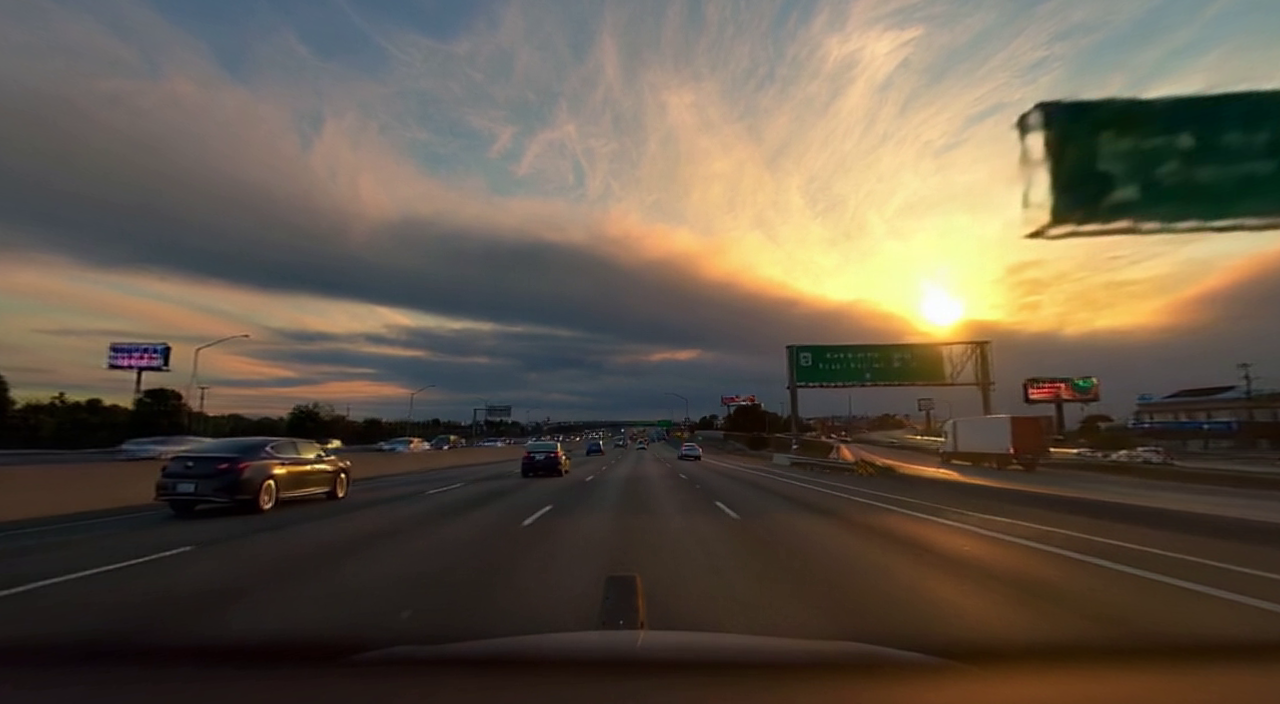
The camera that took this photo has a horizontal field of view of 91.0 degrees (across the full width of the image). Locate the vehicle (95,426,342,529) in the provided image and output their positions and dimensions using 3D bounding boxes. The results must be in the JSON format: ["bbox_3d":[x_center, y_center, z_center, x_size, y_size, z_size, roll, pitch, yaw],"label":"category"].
[{"bbox_3d":[-7.232,2.174,11.363,1.865,1.518,3.620,1,-9,1],"label":"vehicle"}]

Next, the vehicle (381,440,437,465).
[{"bbox_3d":[-15.544,6.775,42.686,1.924,1.537,4.772,1,-9,1],"label":"vehicle"}]

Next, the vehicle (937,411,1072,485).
[{"bbox_3d":[19.773,5.317,35.046,2.958,3.538,8.761,0,-9,5],"label":"vehicle"}]

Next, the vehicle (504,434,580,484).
[{"bbox_3d":[-3.365,3.774,22.437,2.001,1.577,4.055,1,-9,1],"label":"vehicle"}]

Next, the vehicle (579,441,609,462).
[{"bbox_3d":[-3.495,7.693,48.713,1.960,1.494,4.123,1,-9,1],"label":"vehicle"}]
